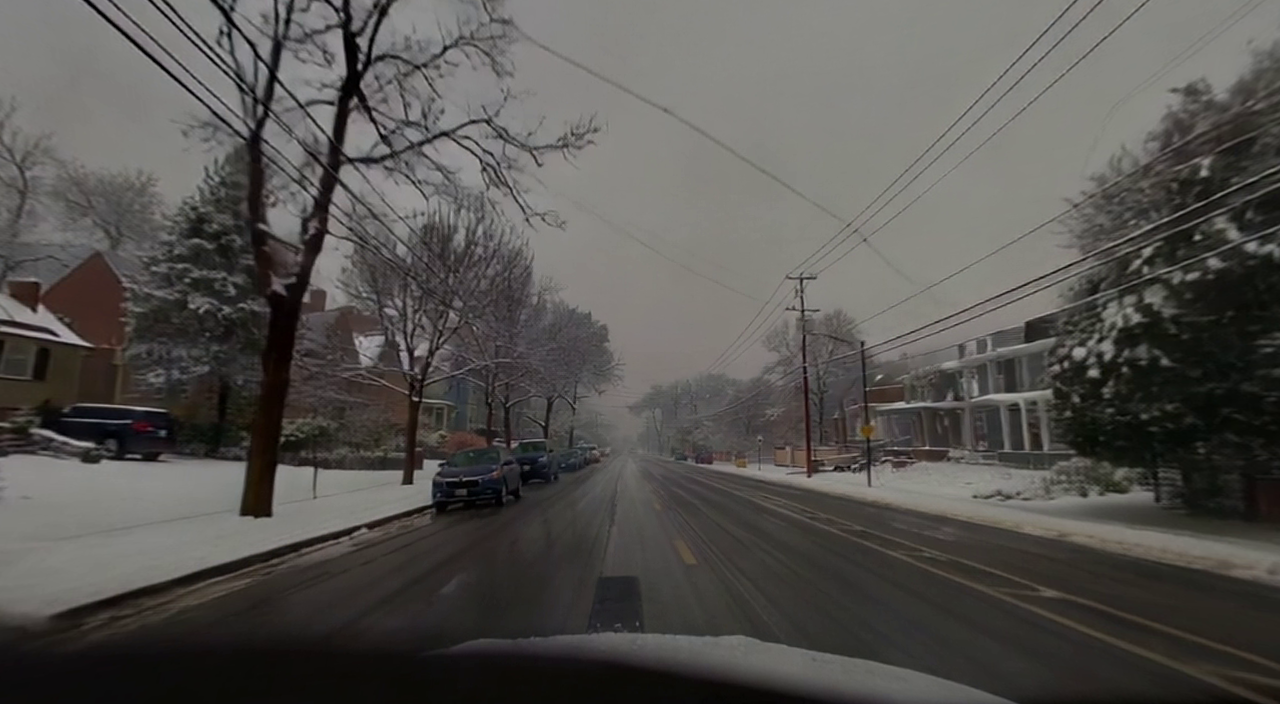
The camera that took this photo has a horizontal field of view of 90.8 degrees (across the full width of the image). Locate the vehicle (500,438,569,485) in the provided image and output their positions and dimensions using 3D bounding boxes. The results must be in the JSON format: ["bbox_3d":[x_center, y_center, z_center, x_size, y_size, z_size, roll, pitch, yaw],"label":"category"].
[{"bbox_3d":[-4.637,4.933,28.698,2.189,1.887,5.616,0,-9,-1],"label":"vehicle"}]

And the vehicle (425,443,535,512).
[{"bbox_3d":[-4.039,3.216,16.769,1.825,1.542,4.715,0,-9,-2],"label":"vehicle"}]
